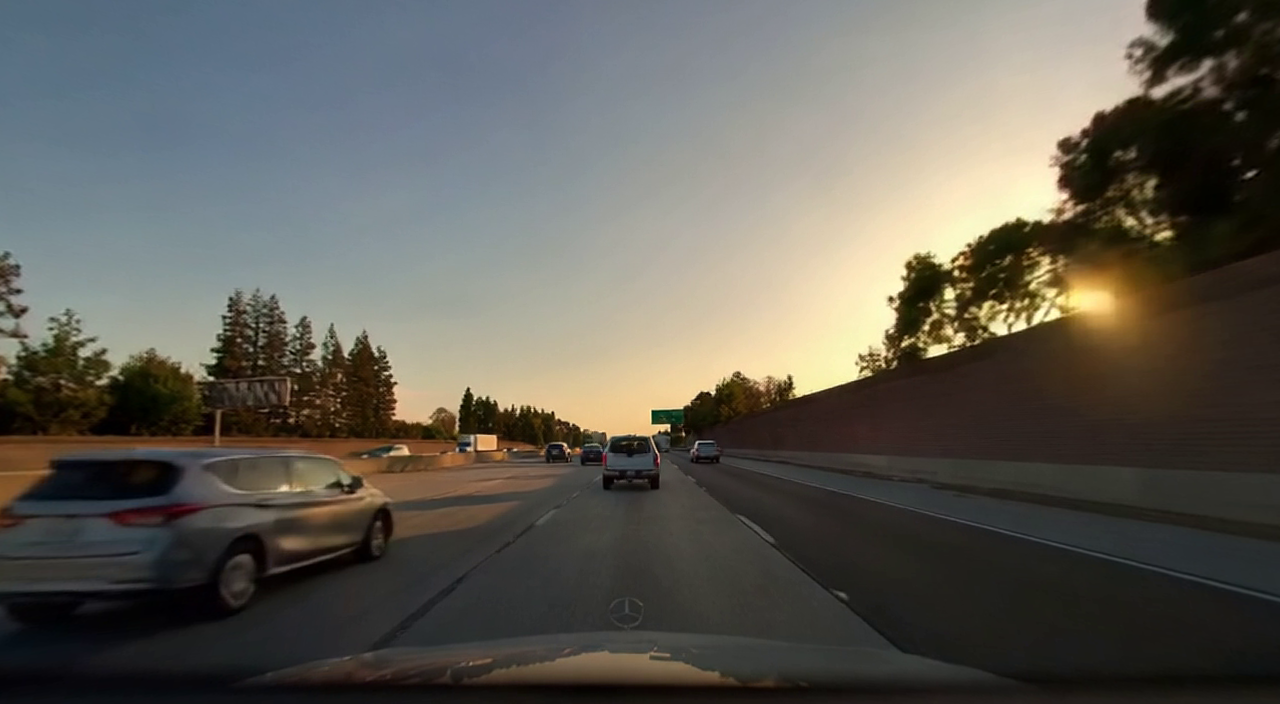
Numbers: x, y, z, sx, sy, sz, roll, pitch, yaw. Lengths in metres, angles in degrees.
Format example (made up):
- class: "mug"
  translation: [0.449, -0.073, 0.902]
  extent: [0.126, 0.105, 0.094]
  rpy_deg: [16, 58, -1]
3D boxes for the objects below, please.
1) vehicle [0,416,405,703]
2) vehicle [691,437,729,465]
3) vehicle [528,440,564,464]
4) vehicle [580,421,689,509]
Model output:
- class: "vehicle"
  translation: [-3.755, 1.359, 5.210]
  extent: [1.967, 1.442, 4.143]
  rpy_deg: [0, -9, 1]
- class: "vehicle"
  translation: [4.784, 6.845, 43.791]
  extent: [2.017, 1.847, 4.299]
  rpy_deg: [0, -9, -1]
- class: "vehicle"
  translation: [-7.046, 7.557, 47.628]
  extent: [2.024, 1.706, 4.249]
  rpy_deg: [0, -9, 1]
- class: "vehicle"
  translation: [-0.103, 2.667, 15.246]
  extent: [2.233, 1.804, 4.273]
  rpy_deg: [0, -9, 0]
